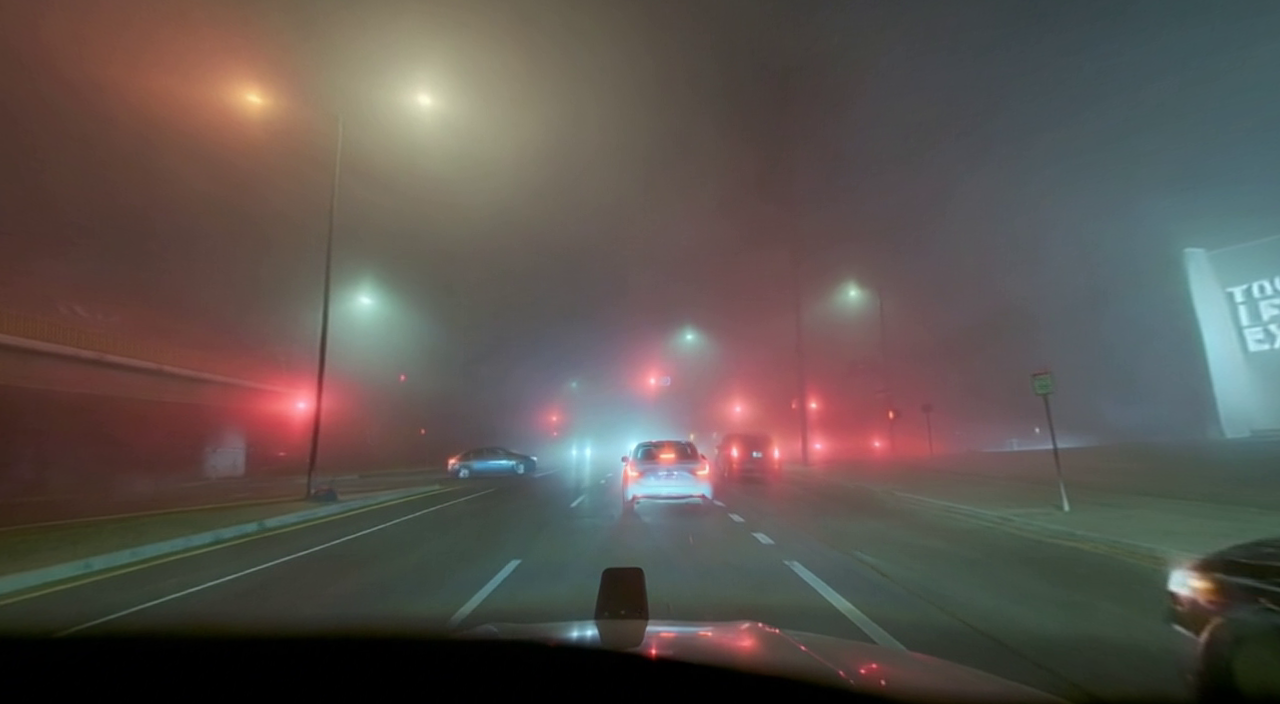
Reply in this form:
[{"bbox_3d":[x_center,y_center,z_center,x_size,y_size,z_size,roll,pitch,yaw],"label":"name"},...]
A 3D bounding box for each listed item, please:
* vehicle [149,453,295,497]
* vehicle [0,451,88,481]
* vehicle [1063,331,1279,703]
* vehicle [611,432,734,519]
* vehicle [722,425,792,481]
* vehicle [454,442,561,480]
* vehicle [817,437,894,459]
[{"bbox_3d":[-16.234,4.736,24.726,1.873,1.462,4.283,-6,-10,32],"label":"vehicle"},{"bbox_3d":[-35.186,6.574,36.498,4.474,1.673,2.010,0,-8,1],"label":"vehicle"},{"bbox_3d":[3.469,0.652,1.326,2.062,1.781,4.488,0,-8,1],"label":"vehicle"},{"bbox_3d":[0.572,2.429,12.917,2.101,1.467,4.210,0,-8,1],"label":"vehicle"},{"bbox_3d":[4.496,3.960,24.932,2.080,1.999,4.379,-1,-8,2],"label":"vehicle"},{"bbox_3d":[-6.097,5.011,29.324,4.546,1.611,1.832,8,-11,-43],"label":"vehicle"},{"bbox_3d":[14.536,6.473,42.679,4.498,1.439,1.842,0,-9,-1],"label":"vehicle"}]
